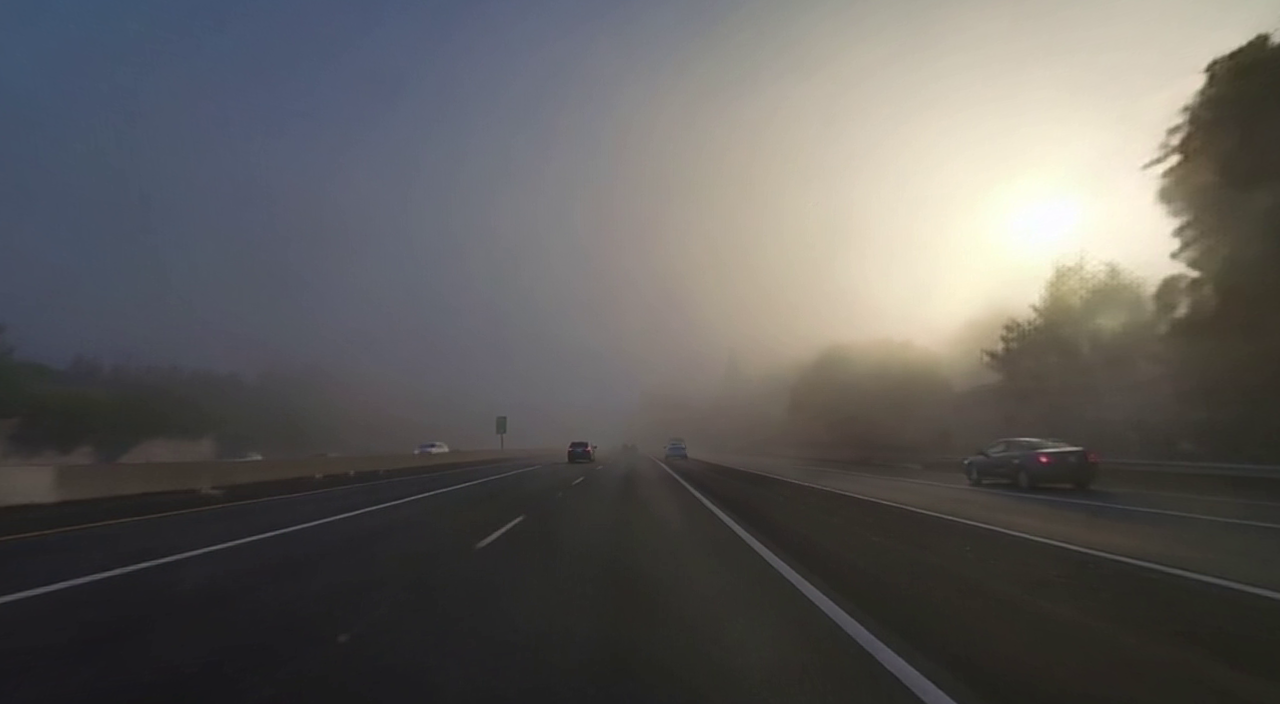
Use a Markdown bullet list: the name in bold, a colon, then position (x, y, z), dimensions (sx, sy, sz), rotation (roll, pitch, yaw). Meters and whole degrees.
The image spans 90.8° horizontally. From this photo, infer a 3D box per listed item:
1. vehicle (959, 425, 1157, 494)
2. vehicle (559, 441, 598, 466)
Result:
- **vehicle**: position (12.169, 3.164, 19.019), dimensions (2.344, 1.783, 5.196), rotation (0, -8, -1)
- **vehicle**: position (-3.883, 6.505, 40.749), dimensions (2.052, 1.510, 4.301), rotation (0, -8, 0)
